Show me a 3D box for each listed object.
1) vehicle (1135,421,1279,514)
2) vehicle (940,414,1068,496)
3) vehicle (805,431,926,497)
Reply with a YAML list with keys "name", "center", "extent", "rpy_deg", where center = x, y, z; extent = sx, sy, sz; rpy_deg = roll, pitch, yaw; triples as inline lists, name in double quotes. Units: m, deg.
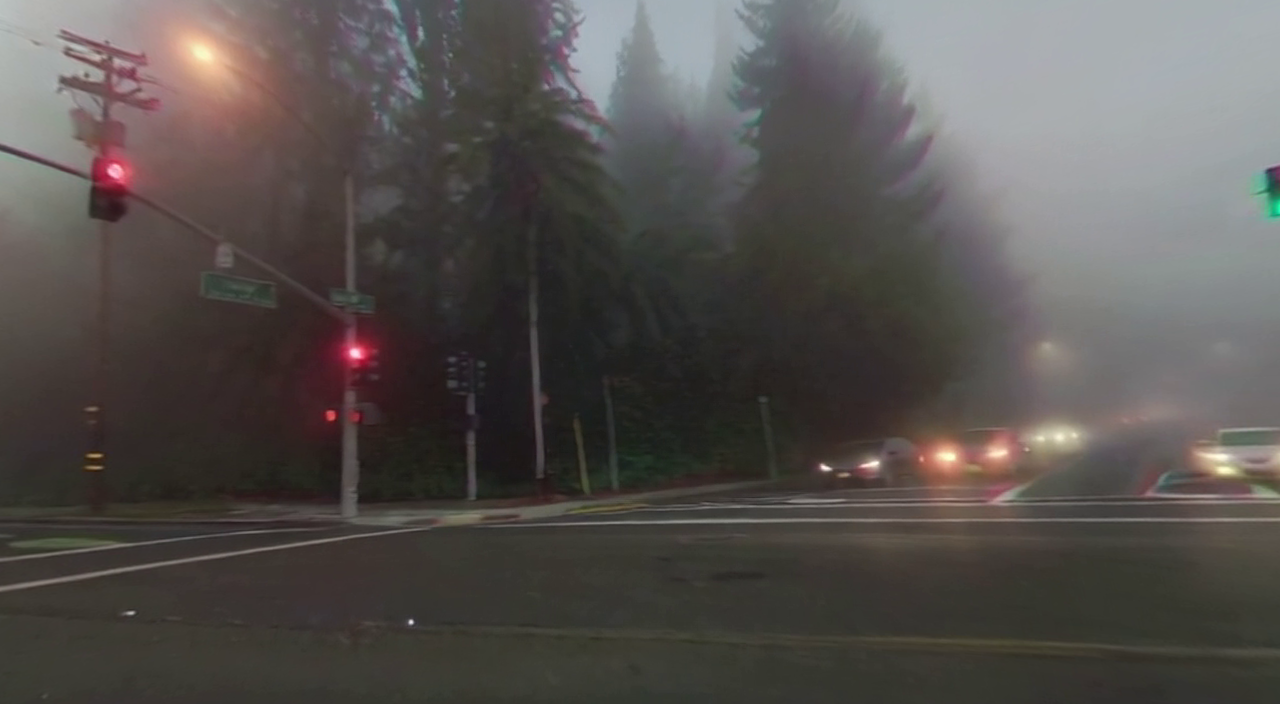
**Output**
- name: "vehicle"
  center: [11.504, 2.145, 12.107]
  extent: [2.174, 1.477, 4.805]
  rpy_deg: [-5, -10, 27]
- name: "vehicle"
  center: [10.697, 2.953, 18.354]
  extent: [2.479, 1.977, 5.254]
  rpy_deg: [-7, -11, 36]
- name: "vehicle"
  center: [7.219, 3.464, 19.943]
  extent: [2.241, 1.819, 4.690]
  rpy_deg: [-7, -11, 36]
